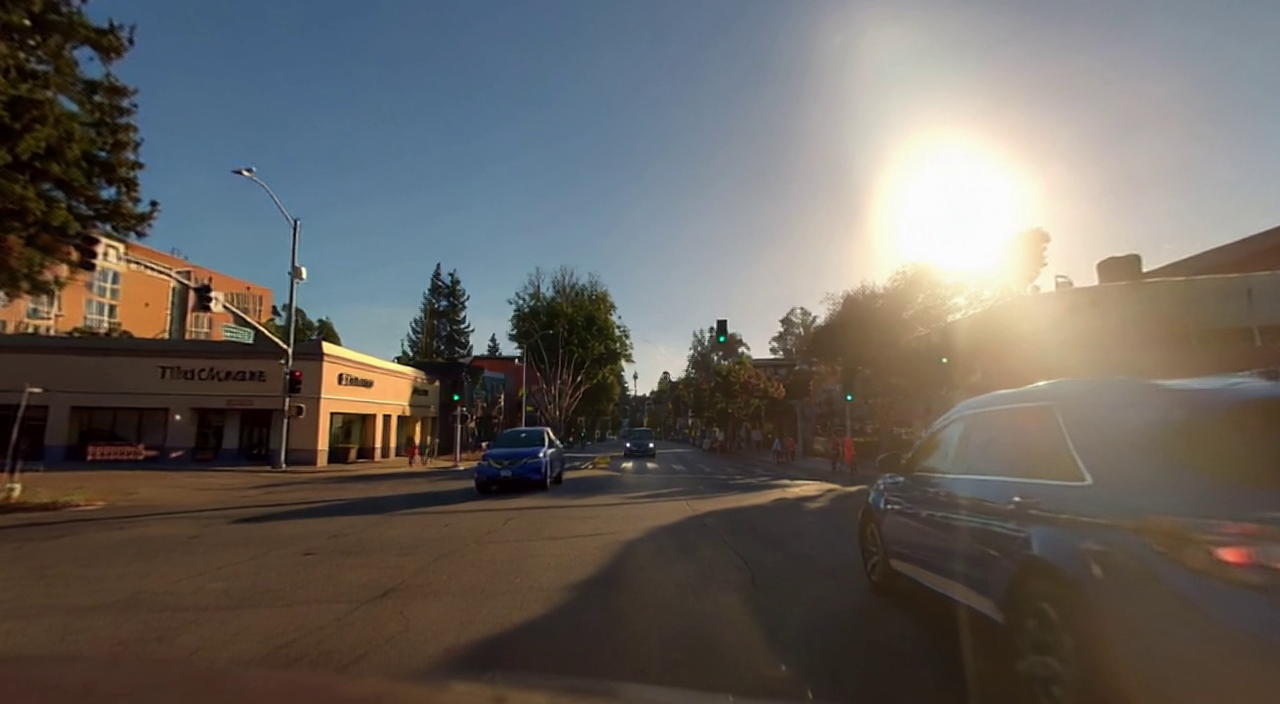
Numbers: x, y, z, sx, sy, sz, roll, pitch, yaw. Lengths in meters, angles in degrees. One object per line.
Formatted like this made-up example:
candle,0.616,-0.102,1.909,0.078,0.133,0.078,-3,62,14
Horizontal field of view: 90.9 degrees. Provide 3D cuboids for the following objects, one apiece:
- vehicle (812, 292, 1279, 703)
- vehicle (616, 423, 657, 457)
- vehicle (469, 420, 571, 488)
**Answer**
vehicle,2.859,0.985,4.245,2.048,1.725,4.754,0,-8,0
vehicle,-0.238,5.519,39.376,2.390,1.948,5.344,0,-8,-1
vehicle,-3.205,2.829,17.723,1.961,1.658,4.064,-1,-8,2
